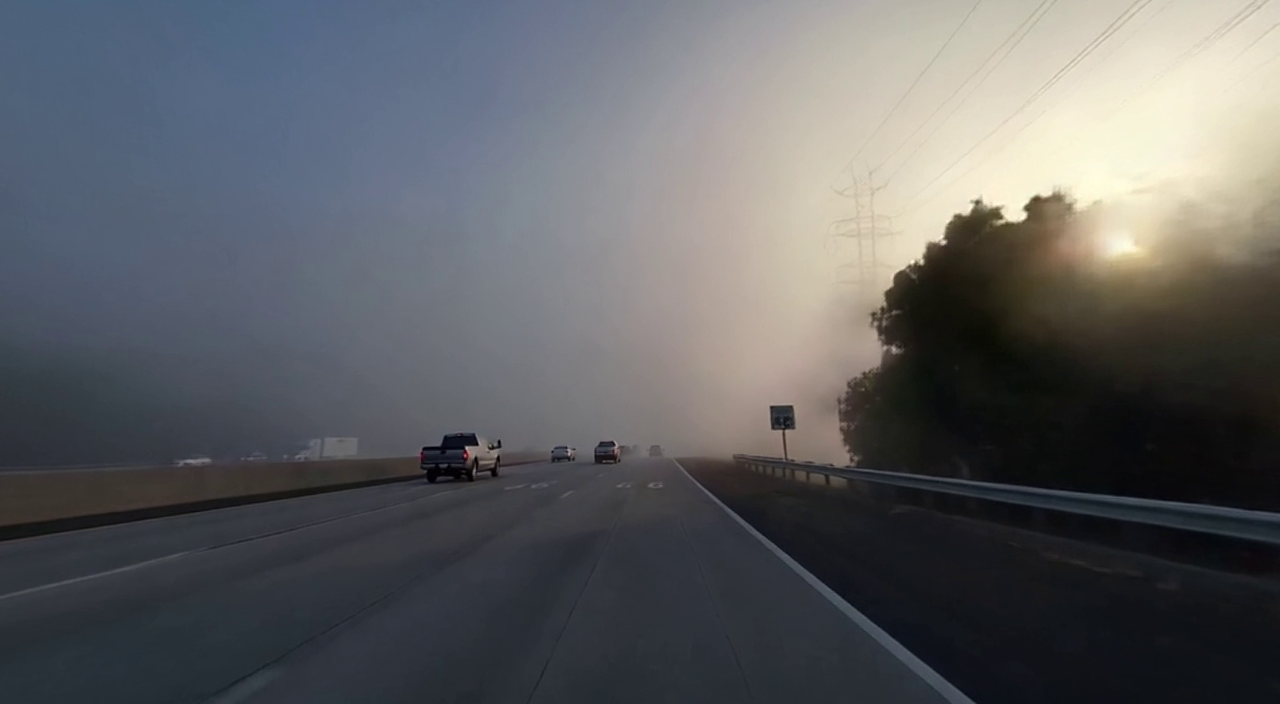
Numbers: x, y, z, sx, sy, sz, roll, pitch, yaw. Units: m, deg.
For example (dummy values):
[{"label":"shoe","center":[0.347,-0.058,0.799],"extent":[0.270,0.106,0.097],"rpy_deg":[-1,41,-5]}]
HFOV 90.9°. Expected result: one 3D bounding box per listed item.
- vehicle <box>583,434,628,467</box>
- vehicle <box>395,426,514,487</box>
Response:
[{"label":"vehicle","center":[-2.195,6.491,41.779],"extent":[2.448,2.025,5.193],"rpy_deg":[-1,-8,3]},{"label":"vehicle","center":[-6.790,3.953,24.190],"extent":[2.460,1.992,6.474],"rpy_deg":[0,-8,1]}]
